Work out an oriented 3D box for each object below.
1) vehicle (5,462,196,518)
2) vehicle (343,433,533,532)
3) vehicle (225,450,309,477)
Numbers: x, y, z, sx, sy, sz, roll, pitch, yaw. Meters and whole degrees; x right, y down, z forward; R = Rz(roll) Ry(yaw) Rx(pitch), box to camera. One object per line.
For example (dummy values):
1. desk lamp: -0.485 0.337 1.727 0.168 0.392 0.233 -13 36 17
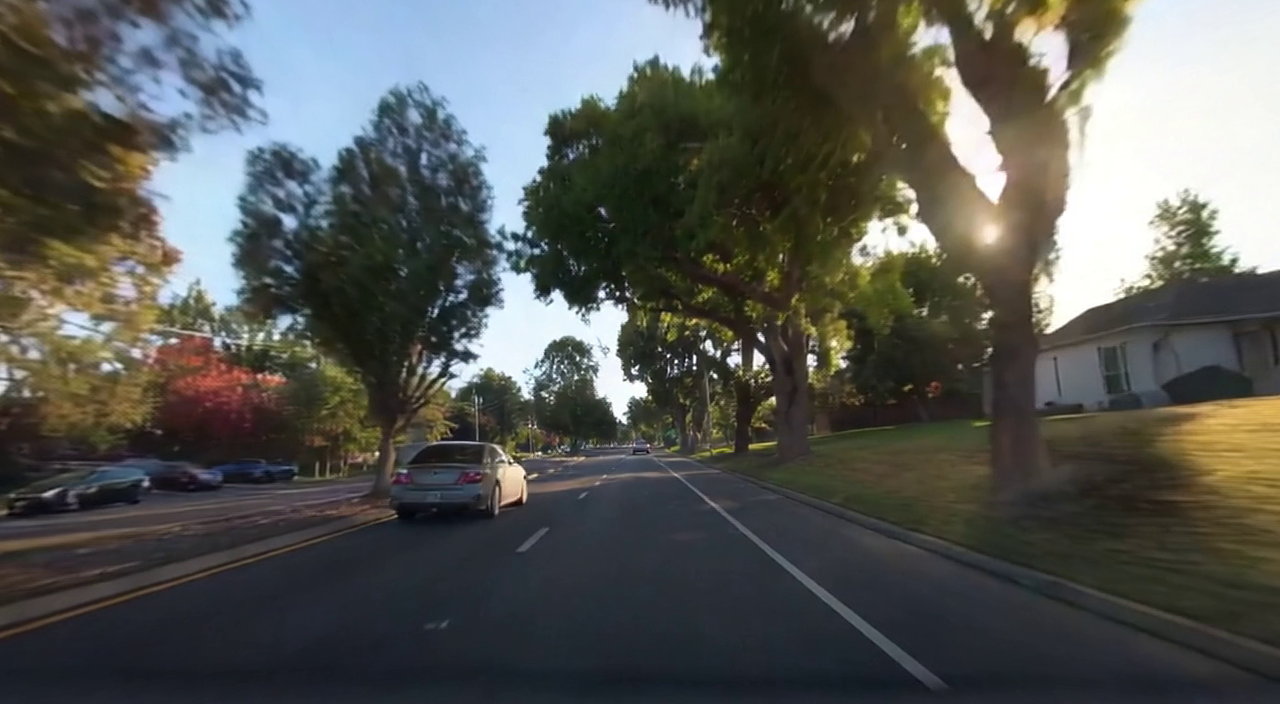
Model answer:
1. vehicle: -17.499 4.462 20.924 2.101 1.503 4.778 0 -8 0
2. vehicle: -3.491 2.353 12.107 2.020 1.478 4.890 0 -8 0
3. vehicle: -25.636 7.649 43.509 4.444 1.801 2.058 0 -8 -2
